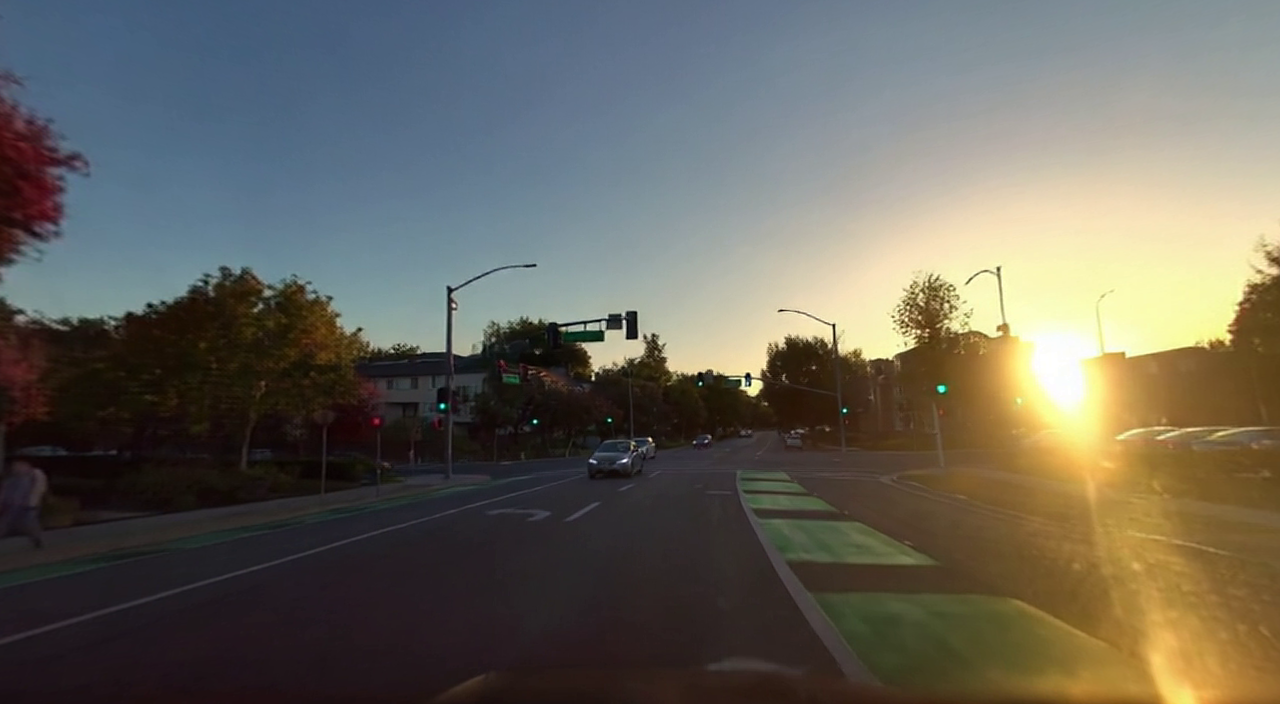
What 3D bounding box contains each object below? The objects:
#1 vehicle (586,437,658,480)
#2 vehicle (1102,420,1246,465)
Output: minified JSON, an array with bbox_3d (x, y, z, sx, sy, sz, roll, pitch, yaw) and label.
[{"bbox_3d":[-0.582,4.133,24.765,1.904,1.489,4.746,-2,-8,10],"label":"vehicle"},{"bbox_3d":[20.774,3.556,24.846,1.937,1.474,5.114,-4,-8,10],"label":"vehicle"}]
